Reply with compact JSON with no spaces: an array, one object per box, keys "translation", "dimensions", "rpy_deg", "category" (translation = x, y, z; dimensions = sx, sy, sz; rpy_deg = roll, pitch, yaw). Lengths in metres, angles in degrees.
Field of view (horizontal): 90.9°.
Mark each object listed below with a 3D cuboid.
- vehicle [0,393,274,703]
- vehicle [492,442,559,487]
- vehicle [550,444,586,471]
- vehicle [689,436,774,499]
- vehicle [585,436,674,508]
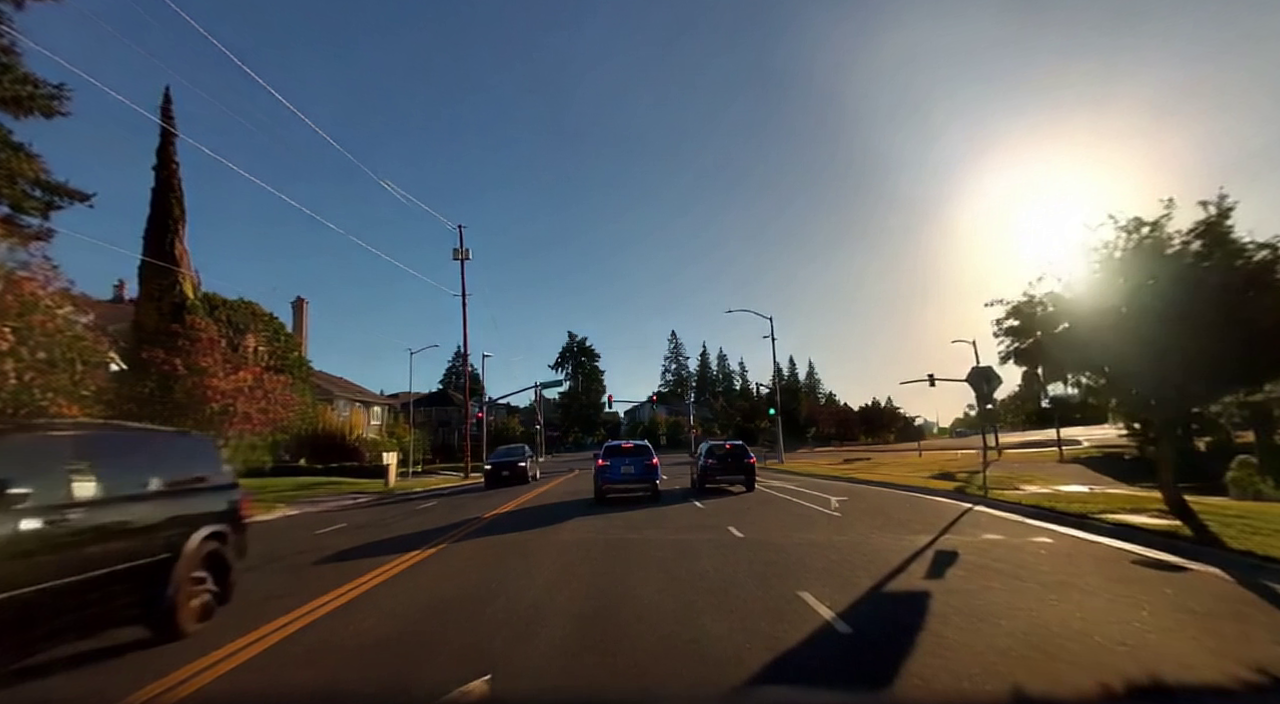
[{"translation":[-4.474,1.182,3.938],"dimensions":[2.063,1.727,3.923],"rpy_deg":[0,-8,-2],"category":"vehicle"},{"translation":[-5.214,5.189,29.479],"dimensions":[2.197,1.882,4.973],"rpy_deg":[0,-8,0],"category":"vehicle"},{"translation":[-5.629,8.320,49.953],"dimensions":[2.292,1.995,4.751],"rpy_deg":[0,-8,0],"category":"vehicle"},{"translation":[2.778,3.626,20.236],"dimensions":[1.967,1.756,4.281],"rpy_deg":[0,-8,-2],"category":"vehicle"},{"translation":[-0.278,3.212,17.354],"dimensions":[2.151,1.695,4.100],"rpy_deg":[0,-8,-1],"category":"vehicle"}]
